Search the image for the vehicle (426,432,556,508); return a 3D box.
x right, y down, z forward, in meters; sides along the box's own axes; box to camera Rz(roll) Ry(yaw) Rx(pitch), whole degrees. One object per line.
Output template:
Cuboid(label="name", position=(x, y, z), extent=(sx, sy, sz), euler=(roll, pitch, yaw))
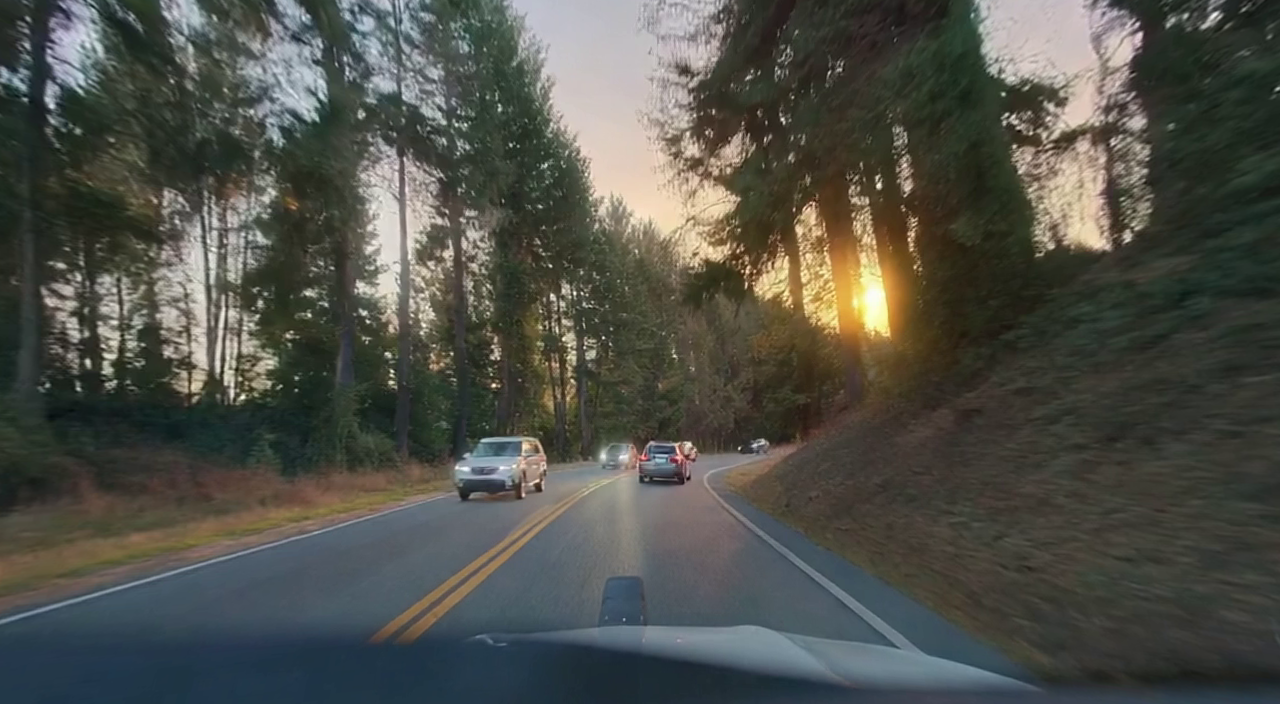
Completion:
Cuboid(label="vehicle", position=(-3.791, 3.077, 16.961), extent=(2.173, 1.738, 4.297), euler=(0, -8, 4))

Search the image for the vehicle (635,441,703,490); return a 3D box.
Cuboid(label="vehicle", position=(1.144, 4.110, 23.255), extent=(2.274, 1.583, 4.349), euler=(-1, -8, 5))
